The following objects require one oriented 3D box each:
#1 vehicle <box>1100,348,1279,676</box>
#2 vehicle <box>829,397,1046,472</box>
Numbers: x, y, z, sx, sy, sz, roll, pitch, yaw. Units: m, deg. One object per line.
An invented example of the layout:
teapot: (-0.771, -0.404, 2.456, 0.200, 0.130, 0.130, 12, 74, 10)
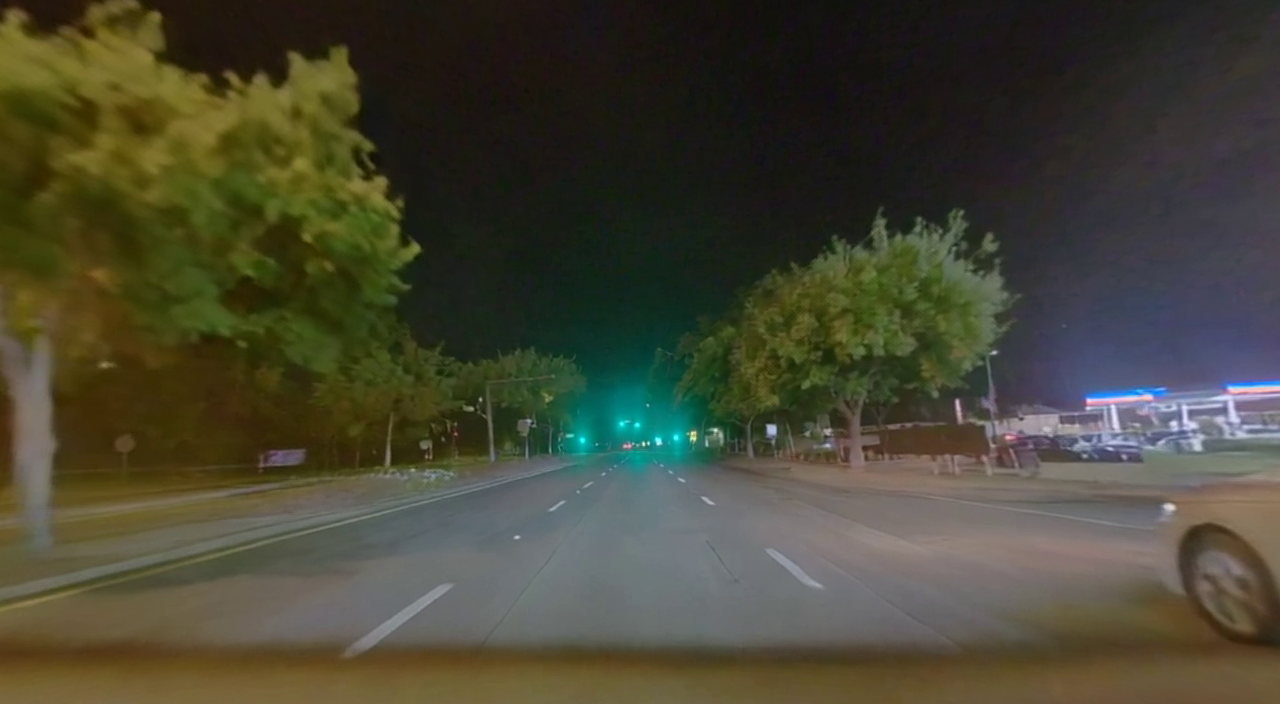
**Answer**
vehicle: (4.770, 0.740, 2.422, 2.245, 1.864, 5.076, 0, -8, 2)
vehicle: (14.346, 4.049, 31.044, 9.127, 3.409, 2.992, 1, -8, -2)
